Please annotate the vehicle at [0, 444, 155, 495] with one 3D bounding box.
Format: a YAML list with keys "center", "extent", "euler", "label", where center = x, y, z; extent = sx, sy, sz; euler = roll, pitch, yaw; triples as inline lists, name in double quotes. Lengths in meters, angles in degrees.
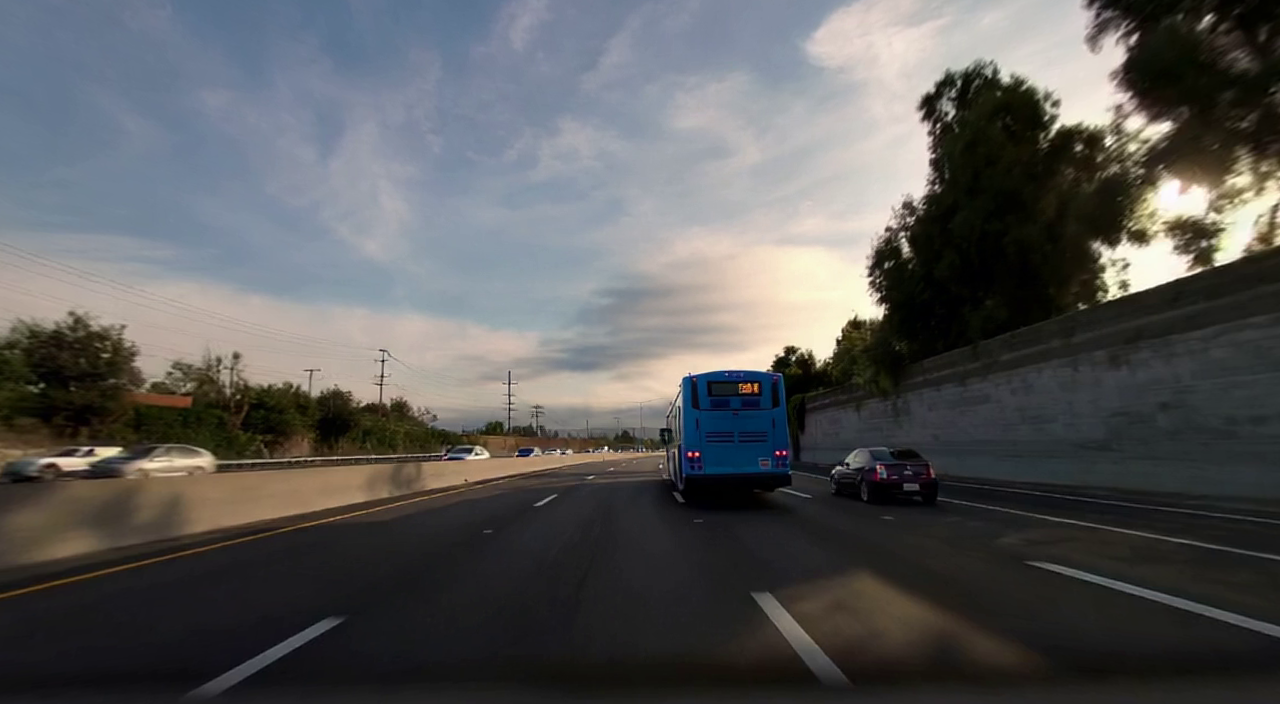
- center: [-21.877, 4.510, 24.722]
  extent: [2.032, 1.761, 4.536]
  euler: [0, -9, 2]
  label: "vehicle"

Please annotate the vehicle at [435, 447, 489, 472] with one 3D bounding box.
- center: [-11.491, 6.970, 41.174]
  extent: [2.012, 1.527, 4.519]
  euler: [-1, -9, 3]
  label: "vehicle"

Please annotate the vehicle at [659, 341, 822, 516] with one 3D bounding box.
- center: [2.246, 2.632, 20.195]
  extent: [3.144, 3.580, 14.591]
  euler: [0, -9, 1]
  label: "vehicle"

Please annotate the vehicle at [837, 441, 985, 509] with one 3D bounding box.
- center: [7.010, 3.182, 16.978]
  extent: [2.047, 1.479, 4.593]
  euler: [-3, -8, 2]
  label: "vehicle"
